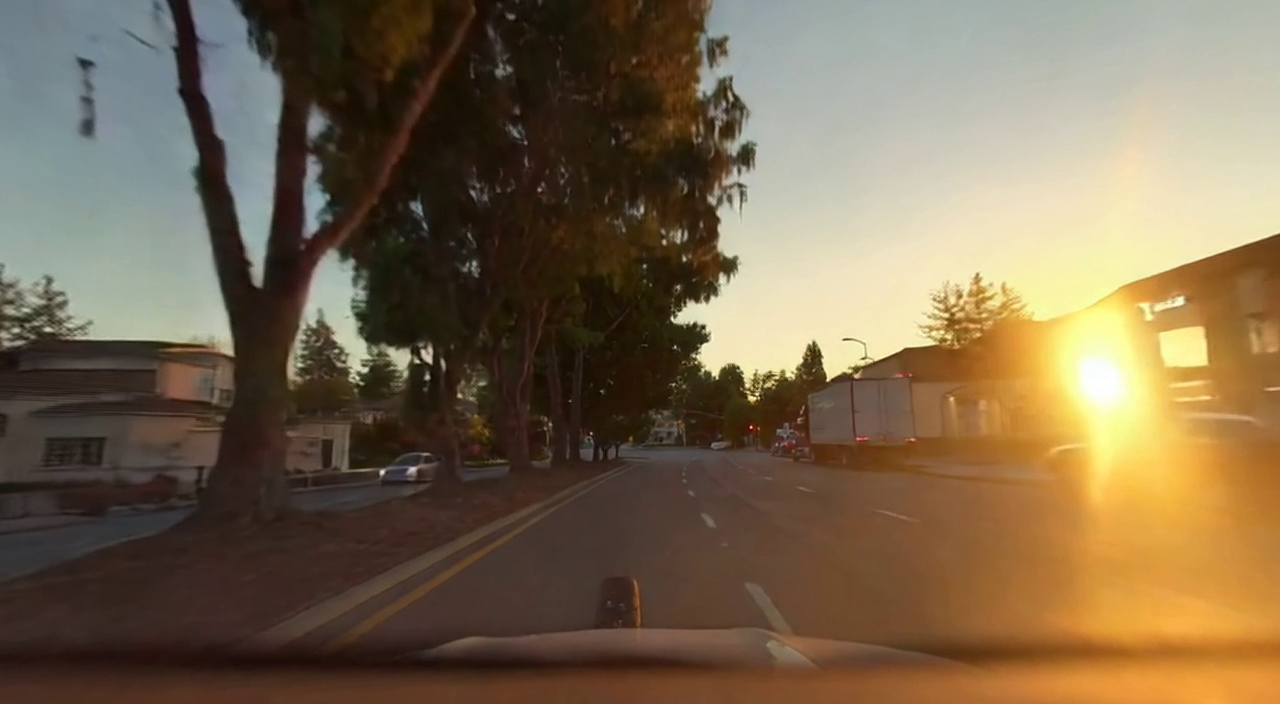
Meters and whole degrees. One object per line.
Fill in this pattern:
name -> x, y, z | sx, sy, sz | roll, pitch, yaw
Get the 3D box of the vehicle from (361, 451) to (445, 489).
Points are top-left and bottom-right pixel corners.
vehicle -> -10.452, 5.214, 28.261 | 1.907, 1.505, 4.354 | -1, -9, 2

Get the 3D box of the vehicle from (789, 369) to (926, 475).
vehicle -> 11.215, 4.230, 35.440 | 2.907, 4.439, 17.681 | -1, -8, 5

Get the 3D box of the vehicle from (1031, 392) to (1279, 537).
vehicle -> 9.842, 1.904, 11.139 | 2.200, 1.944, 5.935 | -1, -9, 2
